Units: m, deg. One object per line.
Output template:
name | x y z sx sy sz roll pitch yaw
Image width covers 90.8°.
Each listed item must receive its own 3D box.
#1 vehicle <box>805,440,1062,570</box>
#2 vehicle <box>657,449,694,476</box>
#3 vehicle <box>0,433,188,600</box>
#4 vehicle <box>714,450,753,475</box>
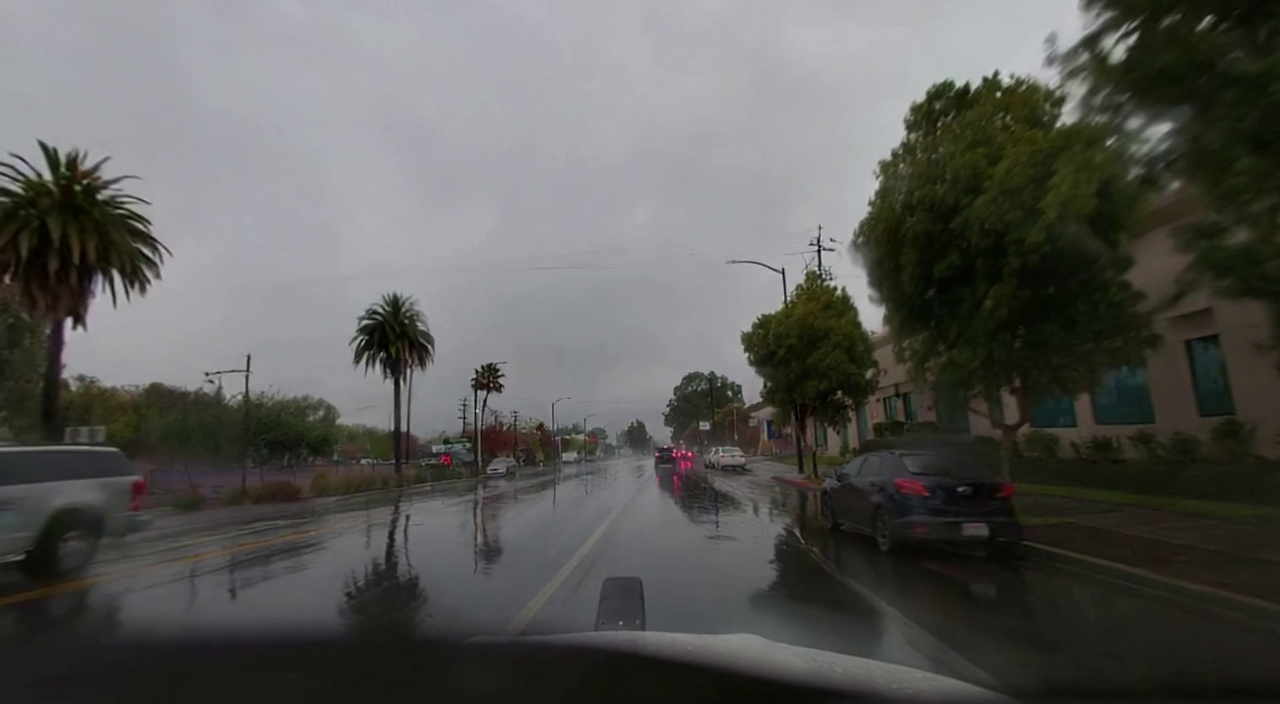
vehicle | 4.156 2.198 10.021 2.025 1.538 4.707 -1 -9 3
vehicle | 2.092 6.542 37.766 2.067 1.477 4.653 0 -9 3
vehicle | -8.375 1.925 7.617 2.356 1.842 5.364 1 -9 -7
vehicle | 5.893 7.019 40.339 1.834 1.504 4.331 0 -9 0
